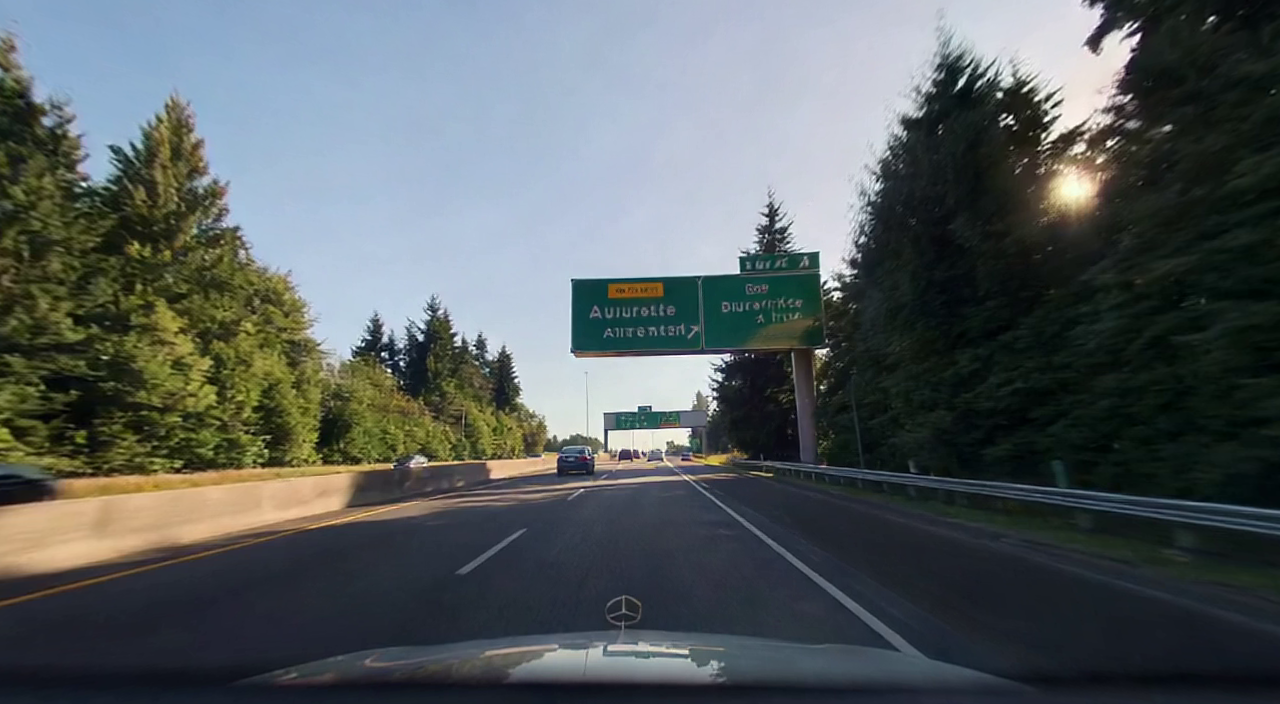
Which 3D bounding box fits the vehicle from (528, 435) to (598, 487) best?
[{"bbox_3d":[-2.918,4.258,24.986,2.143,1.853,4.123,-1,-9,2],"label":"vehicle"}]
